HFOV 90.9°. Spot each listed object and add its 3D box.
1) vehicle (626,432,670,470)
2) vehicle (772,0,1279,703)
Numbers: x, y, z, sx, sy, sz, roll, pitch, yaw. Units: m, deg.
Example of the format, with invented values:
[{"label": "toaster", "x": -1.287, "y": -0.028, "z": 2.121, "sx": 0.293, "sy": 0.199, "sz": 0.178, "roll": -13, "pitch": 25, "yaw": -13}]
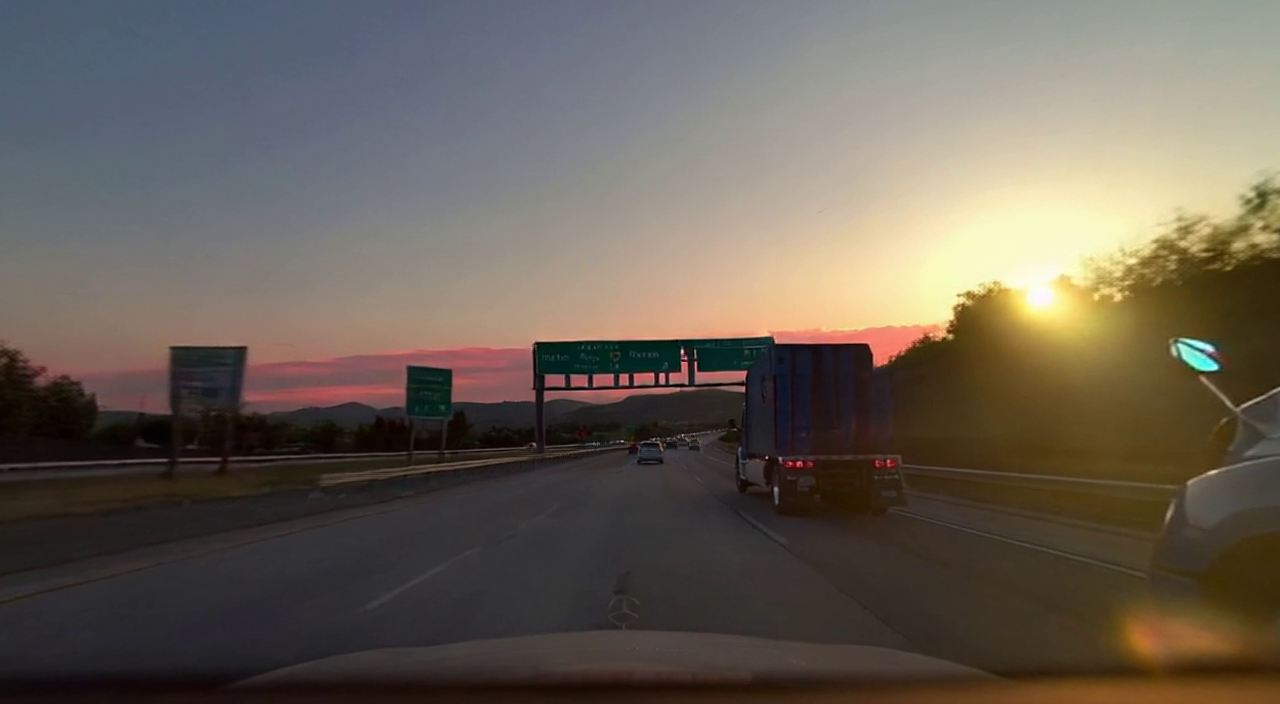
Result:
[{"label": "vehicle", "x": 0.440, "y": 5.324, "z": 33.947, "sx": 2.205, "sy": 1.860, "sz": 4.301, "roll": 0, "pitch": -9, "yaw": 1}, {"label": "vehicle", "x": 3.943, "y": -0.008, "z": 4.259, "sx": 3.019, "sy": 4.145, "sz": 16.453, "roll": 0, "pitch": -9, "yaw": 2}]
